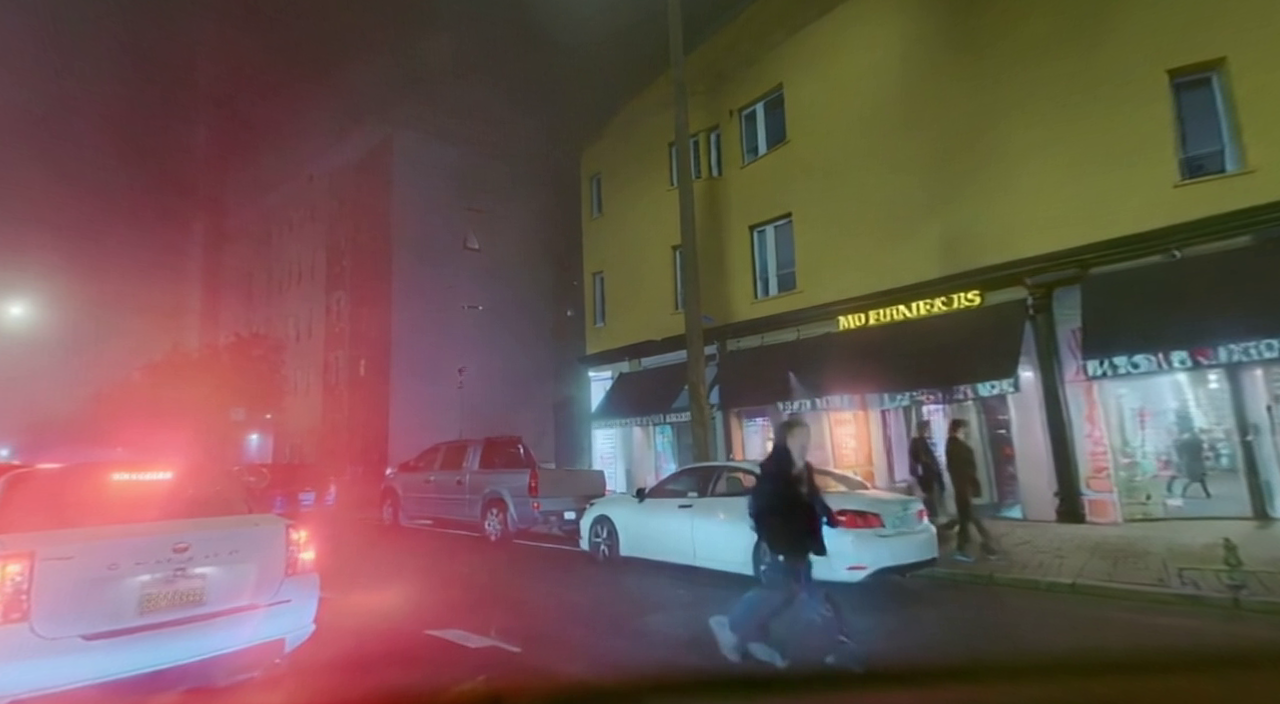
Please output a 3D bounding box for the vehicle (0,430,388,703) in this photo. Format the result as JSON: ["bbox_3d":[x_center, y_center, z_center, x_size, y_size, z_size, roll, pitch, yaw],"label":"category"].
[{"bbox_3d":[-3.650,1.310,4.255,4.330,1.458,1.932,-8,-12,43],"label":"vehicle"}]

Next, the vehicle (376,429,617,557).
[{"bbox_3d":[-2.733,2.394,11.495,4.580,1.853,1.862,-7,-11,40],"label":"vehicle"}]

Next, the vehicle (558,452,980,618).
[{"bbox_3d":[1.321,1.993,7.919,4.830,1.421,1.826,-7,-11,39],"label":"vehicle"}]
